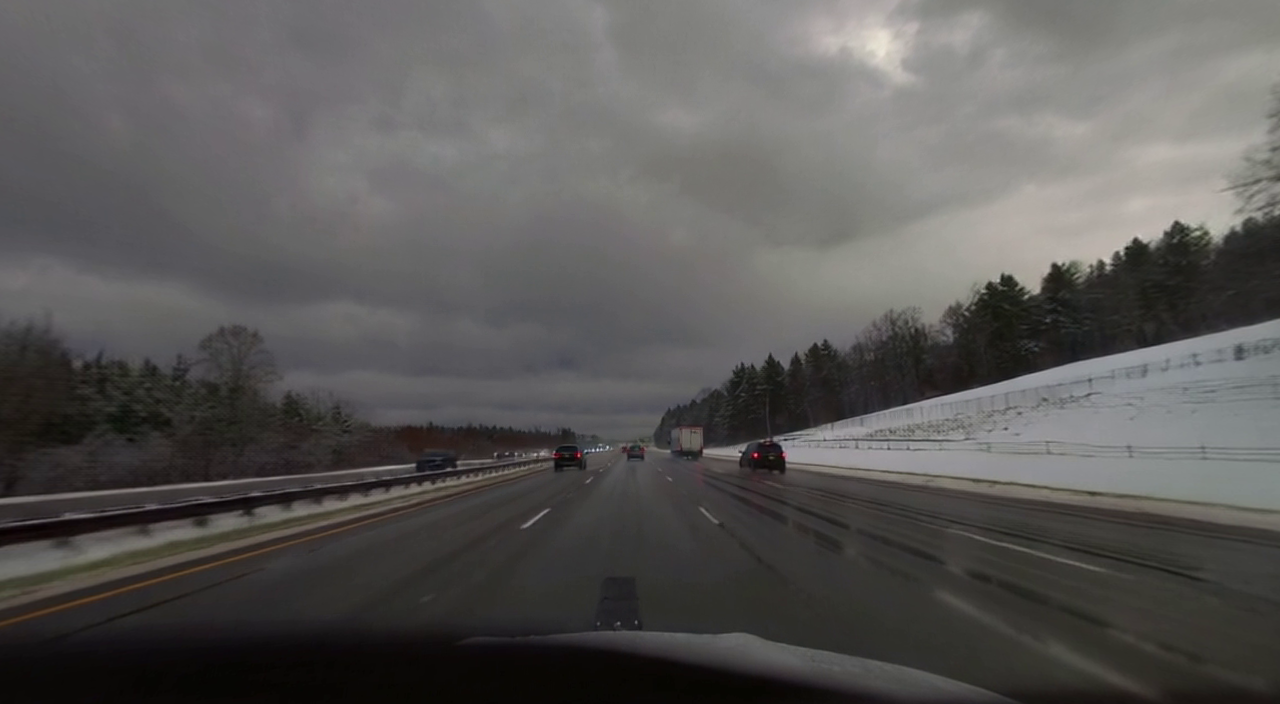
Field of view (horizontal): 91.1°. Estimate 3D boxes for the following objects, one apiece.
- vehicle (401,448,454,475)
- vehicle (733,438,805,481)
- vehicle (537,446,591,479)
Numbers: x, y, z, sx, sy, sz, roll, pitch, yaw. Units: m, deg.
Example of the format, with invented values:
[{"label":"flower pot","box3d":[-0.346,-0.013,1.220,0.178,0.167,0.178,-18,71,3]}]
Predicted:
[{"label":"vehicle","box3d":[-13.861,7.137,41.234,1.965,1.601,4.189,0,-9,0]},{"label":"vehicle","box3d":[5.356,4.551,26.777,2.069,1.625,4.832,0,-9,0]},{"label":"vehicle","box3d":[-3.755,5.555,31.930,2.160,1.530,4.500,0,-9,0]}]
